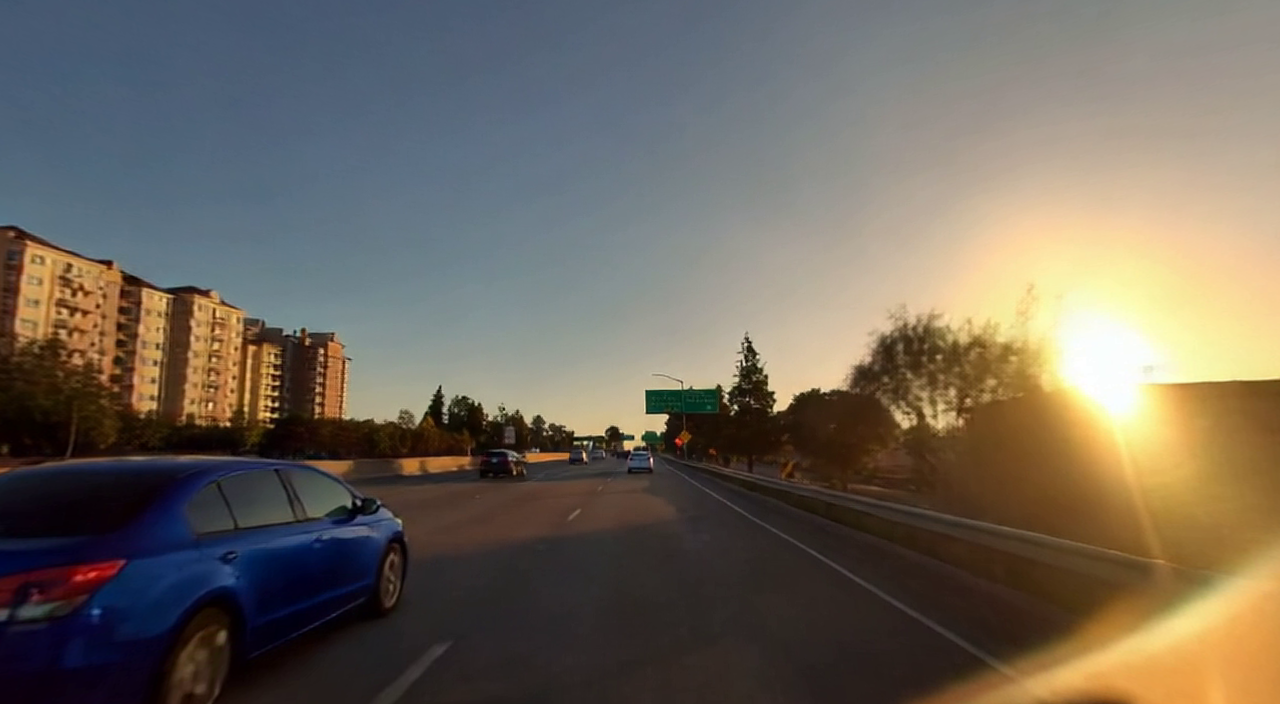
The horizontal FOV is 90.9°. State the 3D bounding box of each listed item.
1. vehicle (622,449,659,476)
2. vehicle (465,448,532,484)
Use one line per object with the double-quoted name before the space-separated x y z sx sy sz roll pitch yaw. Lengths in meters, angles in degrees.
"vehicle" 0.000 6.432 36.846 2.051 1.443 3.770 0 -8 0
"vehicle" -6.431 5.218 29.188 2.075 1.528 4.327 0 -8 1
